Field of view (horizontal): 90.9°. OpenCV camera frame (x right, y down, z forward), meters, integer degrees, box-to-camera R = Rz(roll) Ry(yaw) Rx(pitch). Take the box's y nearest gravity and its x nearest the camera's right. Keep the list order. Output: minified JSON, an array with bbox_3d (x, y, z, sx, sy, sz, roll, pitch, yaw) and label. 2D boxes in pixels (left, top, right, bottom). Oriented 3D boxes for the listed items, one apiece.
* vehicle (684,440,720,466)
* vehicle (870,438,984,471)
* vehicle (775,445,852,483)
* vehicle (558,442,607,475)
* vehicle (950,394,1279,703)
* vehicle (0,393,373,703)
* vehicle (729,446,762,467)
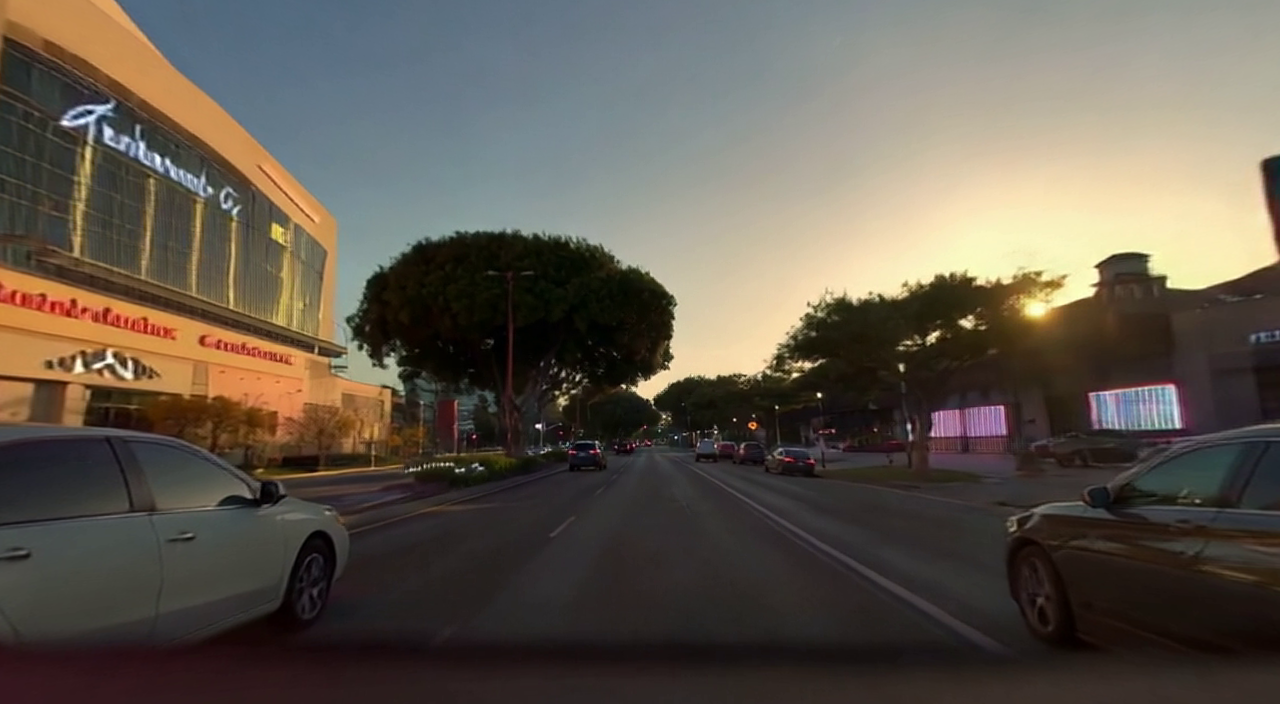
[{"bbox_3d":[4.323,7.133,44.527,2.007,1.683,4.171,0,-9,-1],"label":"vehicle"},{"bbox_3d":[15.898,5.684,35.141,5.370,1.699,1.996,-8,-12,41],"label":"vehicle"},{"bbox_3d":[7.489,4.862,27.681,1.976,1.469,4.576,0,-9,-1],"label":"vehicle"},{"bbox_3d":[-2.828,5.309,31.758,1.917,1.511,4.436,-1,-9,2],"label":"vehicle"},{"bbox_3d":[3.293,0.911,2.326,1.981,1.499,4.536,0,-9,0],"label":"vehicle"},{"bbox_3d":[-3.362,0.986,2.747,2.155,1.504,4.776,-1,-9,2],"label":"vehicle"},{"bbox_3d":[7.627,7.593,45.750,1.654,1.440,3.647,0,-9,-1],"label":"vehicle"}]
